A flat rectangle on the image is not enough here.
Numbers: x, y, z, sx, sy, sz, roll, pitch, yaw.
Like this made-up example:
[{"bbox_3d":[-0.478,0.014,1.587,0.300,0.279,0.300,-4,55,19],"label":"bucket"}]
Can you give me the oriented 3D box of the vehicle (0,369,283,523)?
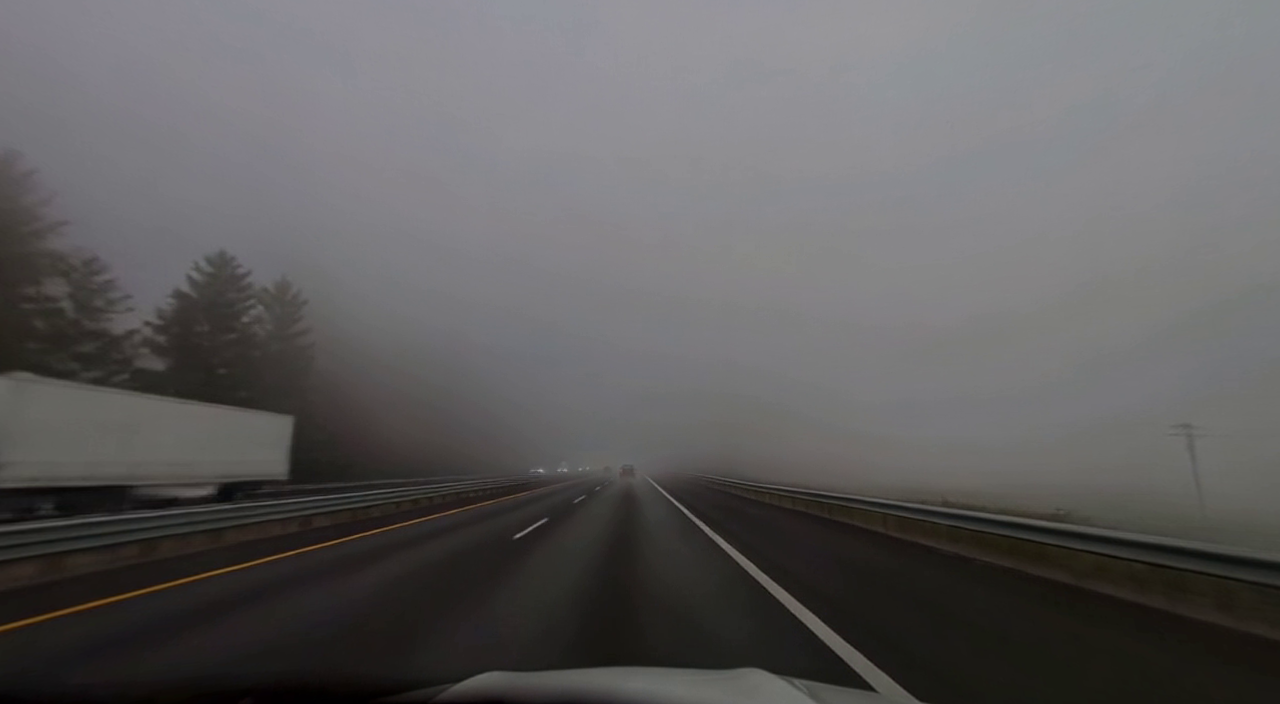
[{"bbox_3d":[-16.696,3.033,19.318,3.250,3.556,14.302,1,-11,-1],"label":"vehicle"}]
